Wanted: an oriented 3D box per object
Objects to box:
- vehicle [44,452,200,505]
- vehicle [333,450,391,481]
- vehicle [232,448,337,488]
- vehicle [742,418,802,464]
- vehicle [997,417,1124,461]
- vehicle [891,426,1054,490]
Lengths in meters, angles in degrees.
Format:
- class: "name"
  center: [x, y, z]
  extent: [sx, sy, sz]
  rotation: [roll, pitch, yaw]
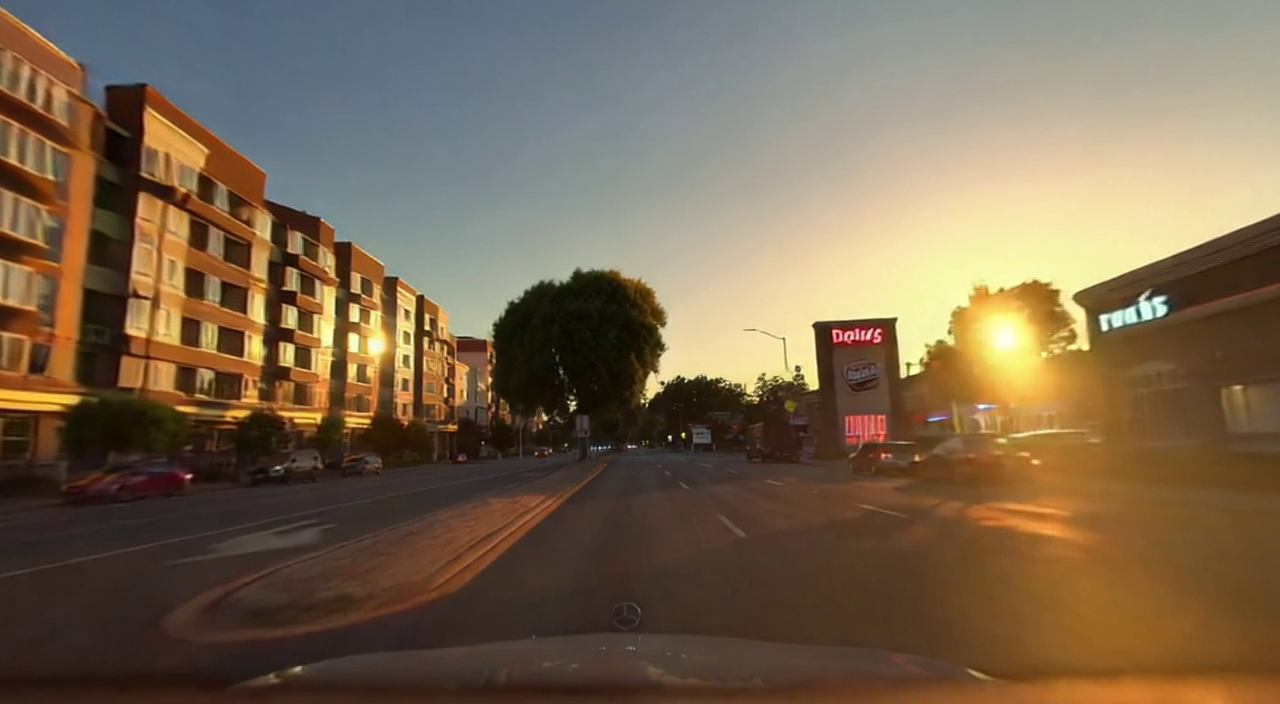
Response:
- class: "vehicle"
  center: [-19.119, 4.633, 23.659]
  extent: [2.167, 1.700, 4.406]
  rotation: [0, -8, -2]
- class: "vehicle"
  center: [-19.376, 7.882, 44.284]
  extent: [2.042, 1.773, 4.914]
  rotation: [-4, -8, -2]
- class: "vehicle"
  center: [-19.189, 6.239, 34.503]
  extent: [2.247, 1.820, 5.907]
  rotation: [-4, -8, 2]
- class: "vehicle"
  center: [9.756, 6.707, 47.514]
  extent: [2.917, 3.205, 6.985]
  rotation: [0, -8, -1]
- class: "vehicle"
  center: [19.244, 4.050, 29.304]
  extent: [2.067, 1.804, 5.183]
  rotation: [0, -8, -3]
- class: "vehicle"
  center: [10.048, 3.247, 19.704]
  extent: [2.183, 1.698, 5.010]
  rotation: [1, -8, -2]
